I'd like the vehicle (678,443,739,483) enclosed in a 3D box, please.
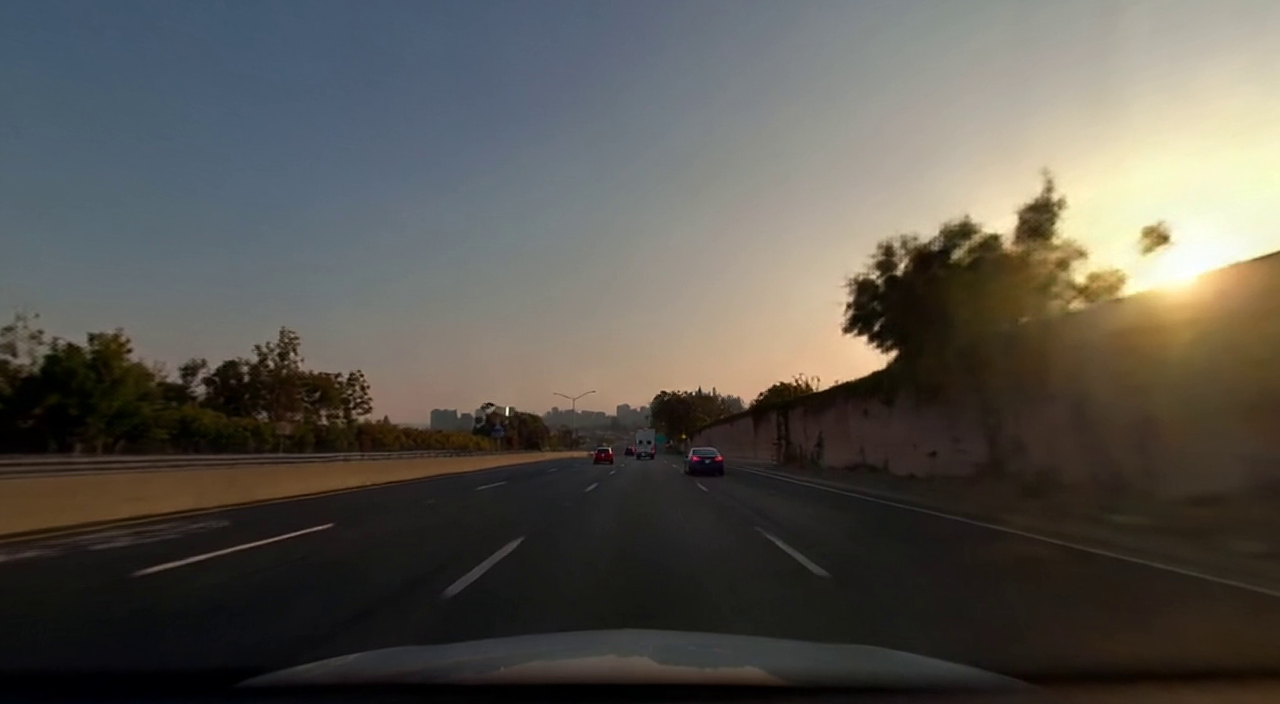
[{"bbox_3d":[2.808,4.678,26.700,1.973,1.536,4.337,0,-9,-2],"label":"vehicle"}]
